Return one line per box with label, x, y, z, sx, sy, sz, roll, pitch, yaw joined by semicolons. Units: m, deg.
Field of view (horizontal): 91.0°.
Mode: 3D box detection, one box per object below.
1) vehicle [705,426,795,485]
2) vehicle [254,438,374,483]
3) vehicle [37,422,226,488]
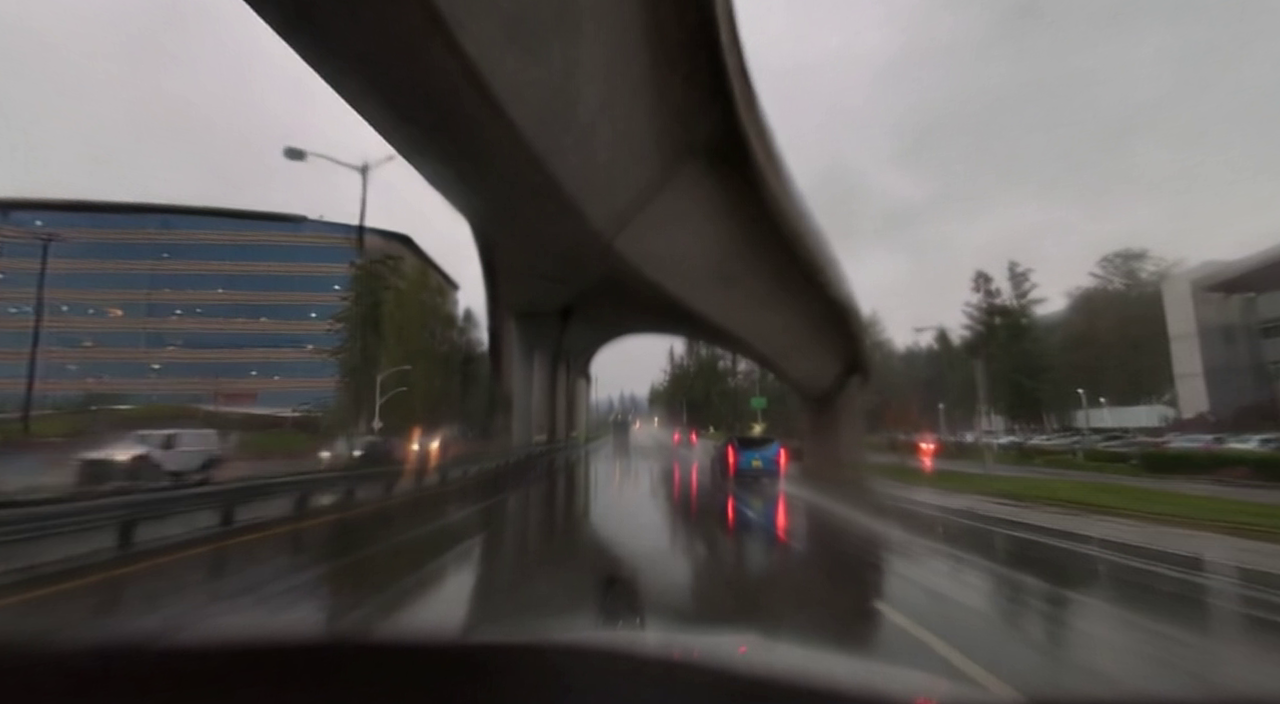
vehicle;3.450;3.360;20.722;2.110;1.712;4.489;0;-9;-1
vehicle;-11.835;3.952;23.298;1.909;1.486;4.590;0;-9;1
vehicle;-18.872;3.856;23.909;2.375;2.173;5.733;0;-9;0
